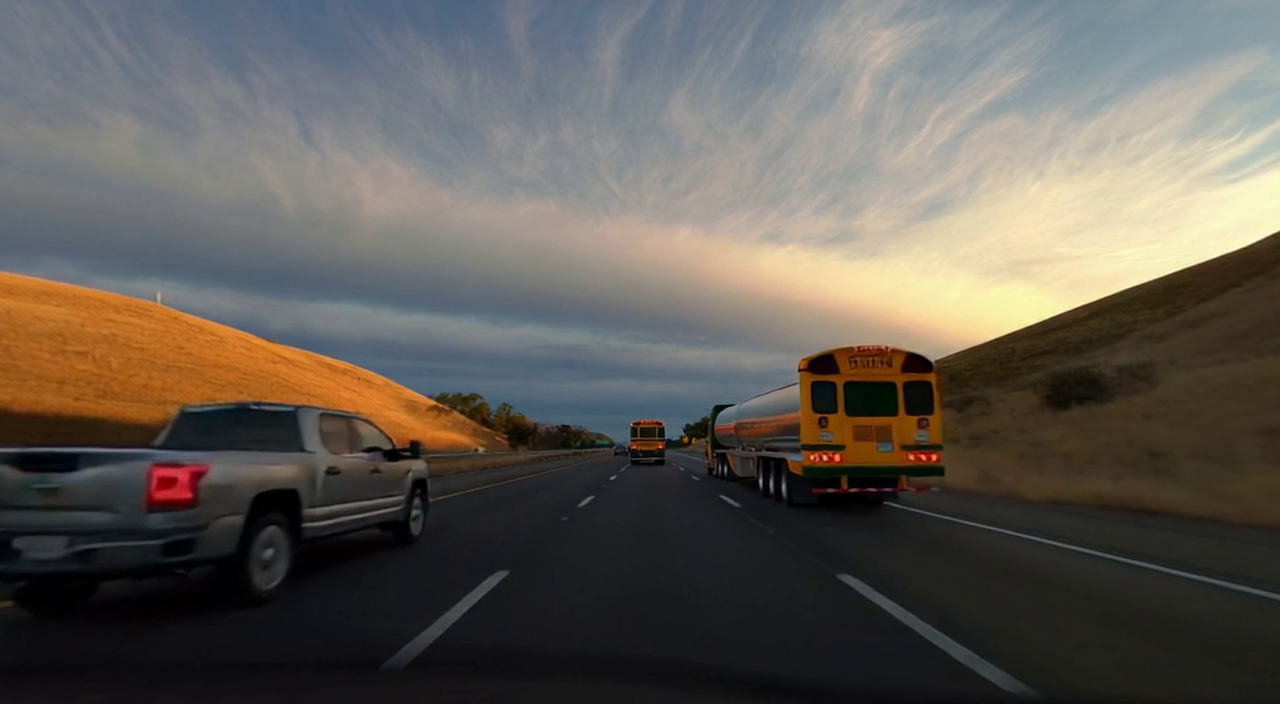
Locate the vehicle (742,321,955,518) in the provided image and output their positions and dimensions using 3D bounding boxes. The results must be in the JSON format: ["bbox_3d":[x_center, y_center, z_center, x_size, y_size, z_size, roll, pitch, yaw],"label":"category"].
[{"bbox_3d":[4.447,1.744,15.361,2.716,3.705,7.018,0,-8,0],"label":"vehicle"}]

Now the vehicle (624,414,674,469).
[{"bbox_3d":[0.565,6.119,42.955,2.948,3.265,10.569,0,-8,0],"label":"vehicle"}]

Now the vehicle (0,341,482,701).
[{"bbox_3d":[-3.564,1.318,6.387,2.241,1.927,5.833,0,-8,2],"label":"vehicle"}]
